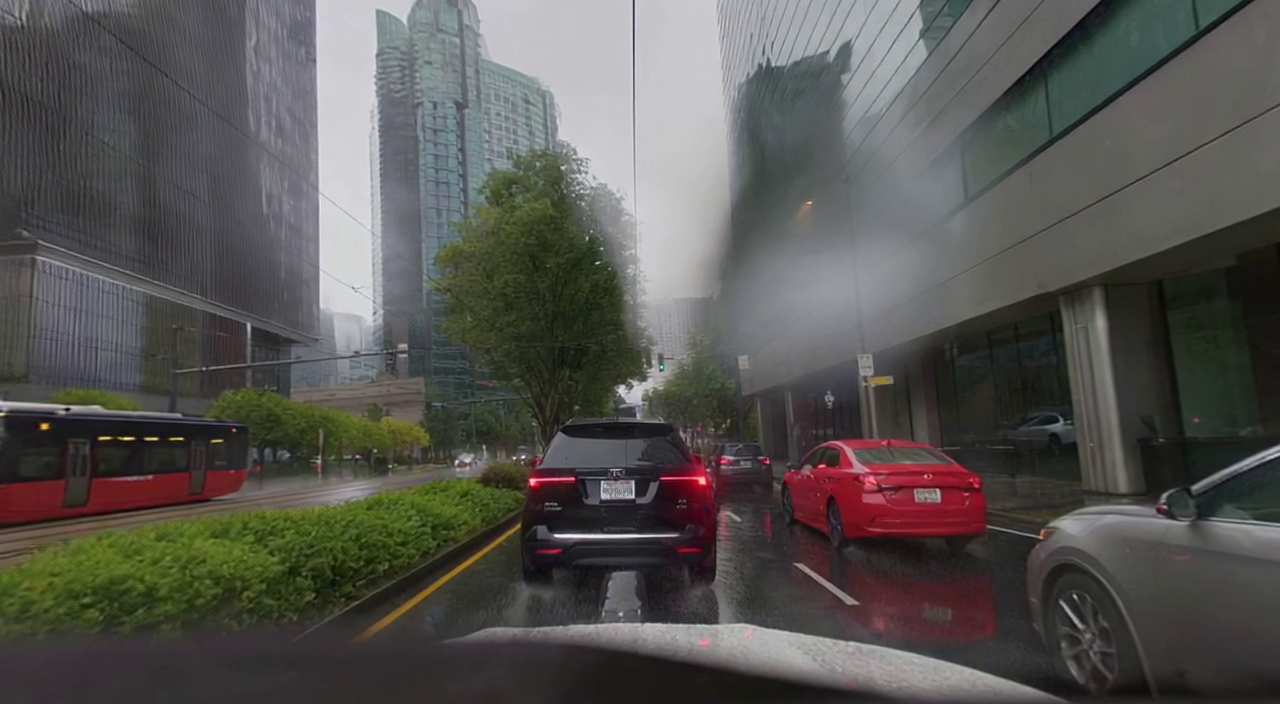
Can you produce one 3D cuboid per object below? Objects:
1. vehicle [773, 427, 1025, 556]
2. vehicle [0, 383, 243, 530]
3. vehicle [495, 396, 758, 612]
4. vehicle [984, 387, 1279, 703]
[{"bbox_3d":[3.667,2.044,10.006,2.128,1.582,4.188,0,-8,-1],"label":"vehicle"},{"bbox_3d":[-19.729,4.077,23.086,3.393,4.045,11.306,-6,-11,-1],"label":"vehicle"},{"bbox_3d":[-0.190,1.573,7.465,2.178,1.779,4.255,0,-8,-2],"label":"vehicle"},{"bbox_3d":[3.138,0.794,1.638,1.993,1.480,4.324,0,-8,-1],"label":"vehicle"}]
